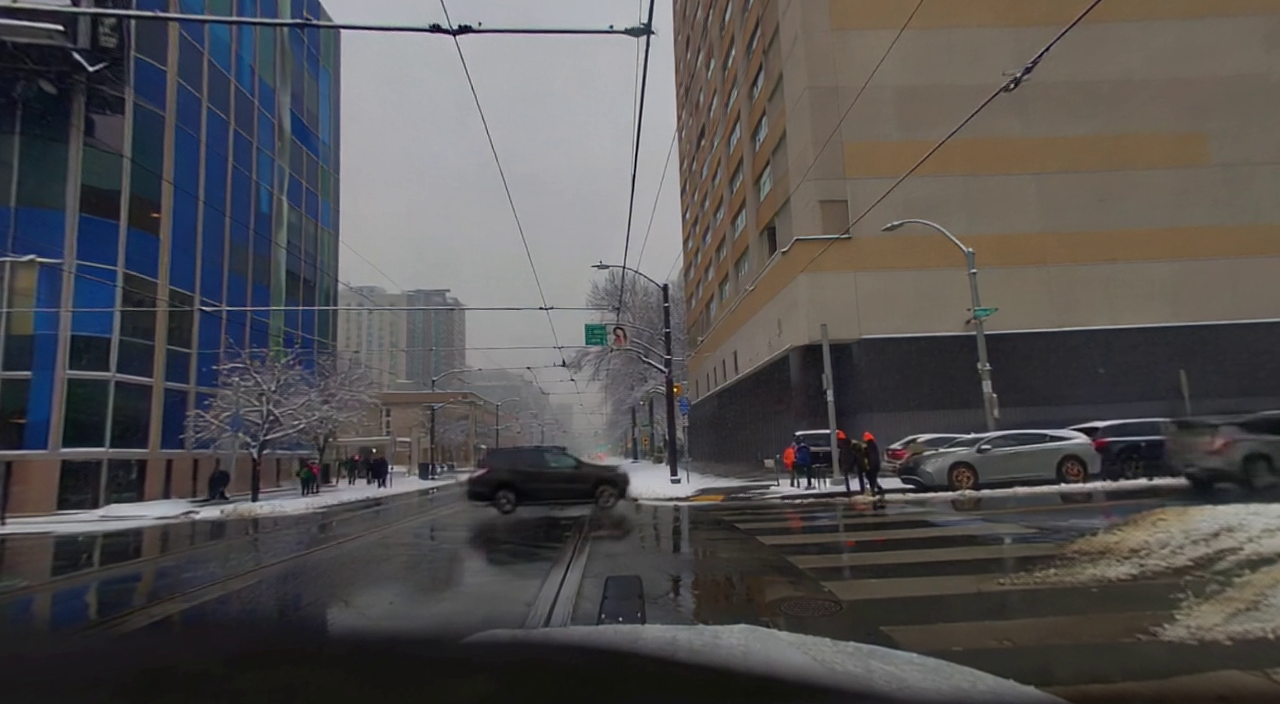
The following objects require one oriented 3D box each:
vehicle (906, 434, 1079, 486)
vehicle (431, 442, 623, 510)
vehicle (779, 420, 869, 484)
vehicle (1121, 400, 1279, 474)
[{"bbox_3d":[11.387,3.488,20.562,4.697,1.510,1.596,0,-9,-4],"label":"vehicle"},{"bbox_3d":[-2.794,3.167,16.468,4.637,1.624,1.927,0,-8,-3],"label":"vehicle"},{"bbox_3d":[7.590,4.109,26.631,2.316,2.425,4.466,1,-7,-2],"label":"vehicle"},{"bbox_3d":[15.282,2.161,15.980,4.629,1.696,2.098,1,-8,-6],"label":"vehicle"}]
